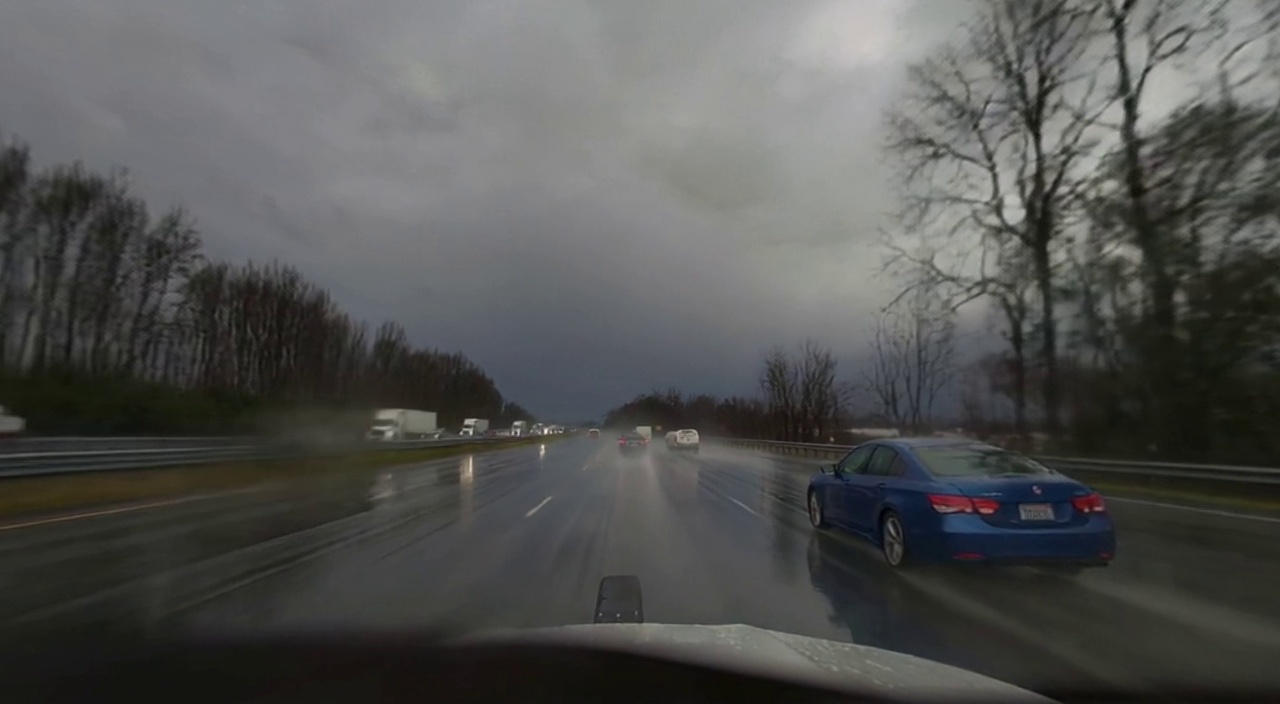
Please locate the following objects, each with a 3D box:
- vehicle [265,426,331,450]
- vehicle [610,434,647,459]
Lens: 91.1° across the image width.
[{"bbox_3d":[-22.438,5.687,41.482,1.910,1.486,4.529,0,-8,-1],"label":"vehicle"},{"bbox_3d":[-0.755,5.792,38.800,2.121,1.445,4.187,0,-8,-2],"label":"vehicle"}]
